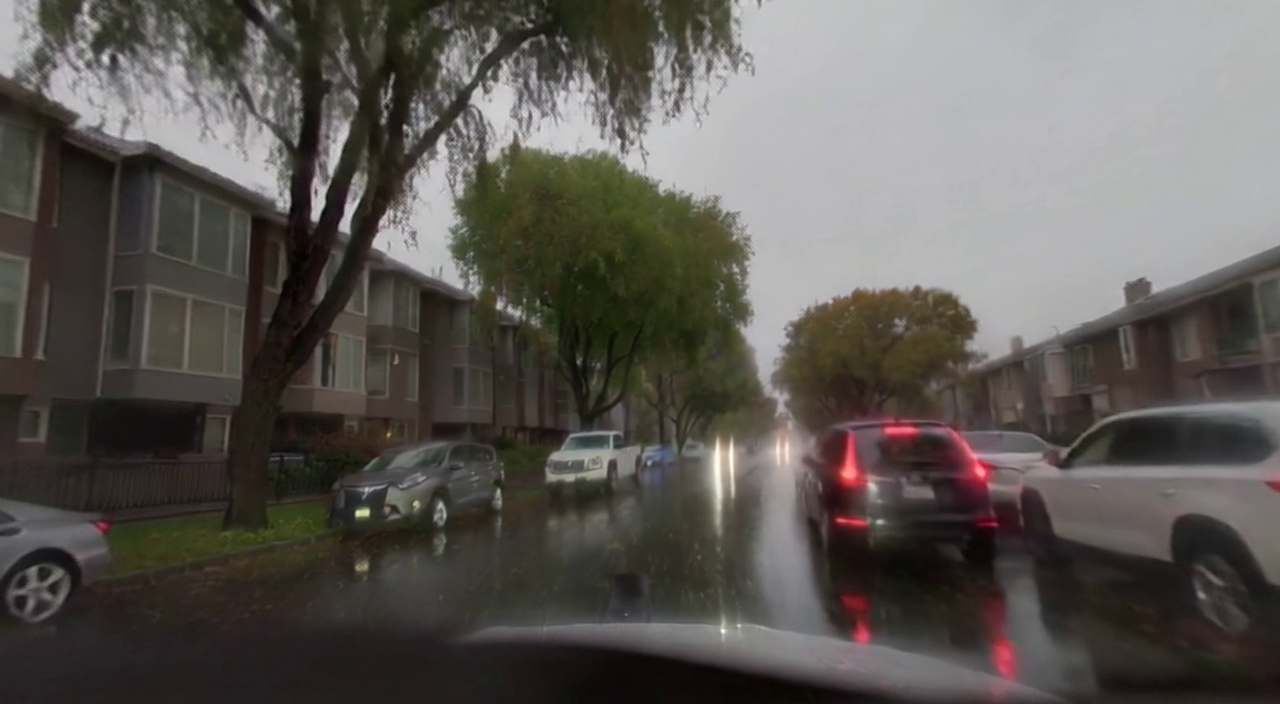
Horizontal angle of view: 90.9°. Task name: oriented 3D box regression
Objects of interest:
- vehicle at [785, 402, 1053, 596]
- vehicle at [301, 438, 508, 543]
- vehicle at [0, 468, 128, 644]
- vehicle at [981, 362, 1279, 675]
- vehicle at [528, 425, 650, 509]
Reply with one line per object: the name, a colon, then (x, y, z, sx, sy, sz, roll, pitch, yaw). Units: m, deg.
vehicle: (3.125, 1.714, 8.411, 2.055, 1.717, 5.172, -2, -8, 11)
vehicle: (-4.592, 2.735, 13.243, 2.002, 1.774, 4.568, -2, -8, 9)
vehicle: (-6.539, 1.639, 4.463, 1.859, 1.432, 4.315, -2, -8, 8)
vehicle: (4.992, 1.187, 5.201, 2.082, 1.799, 5.207, -2, -8, 8)
vehicle: (-1.268, 3.250, 18.326, 2.197, 2.047, 4.985, -2, -9, 11)
